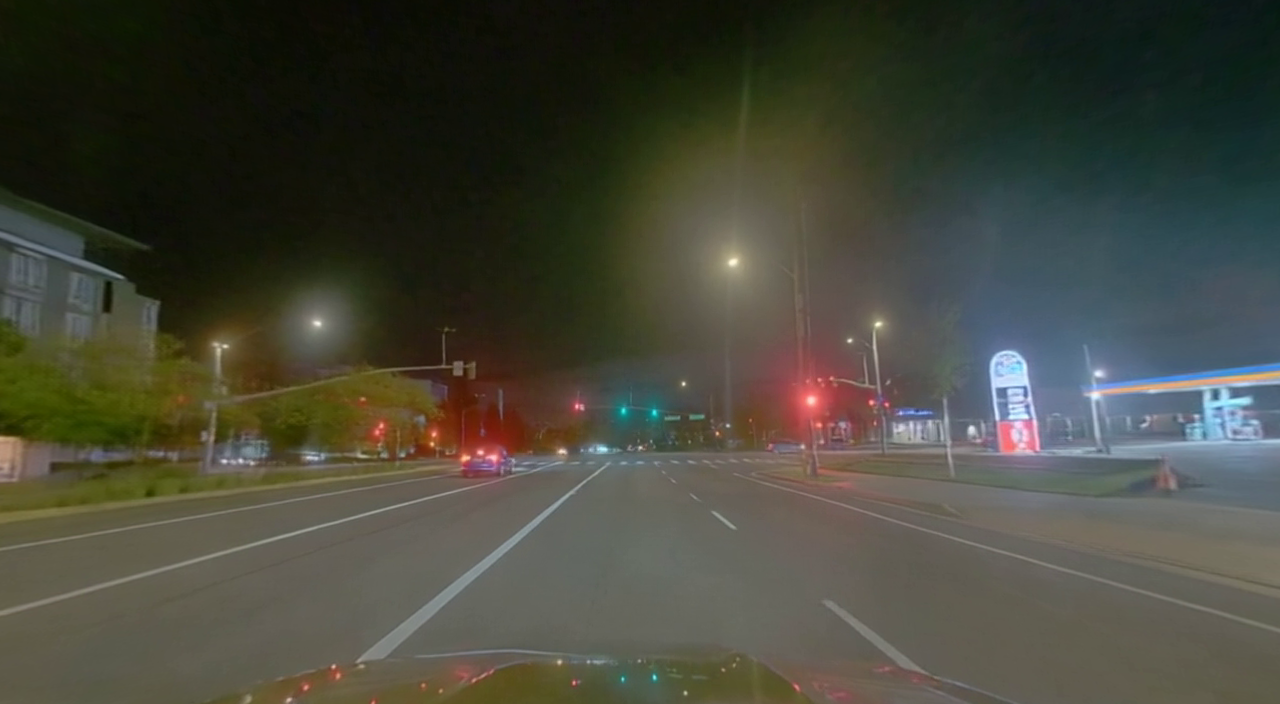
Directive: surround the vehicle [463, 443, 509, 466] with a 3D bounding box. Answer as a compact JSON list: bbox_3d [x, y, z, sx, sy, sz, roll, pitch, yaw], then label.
[{"bbox_3d":[-10.267,6.889,42.406,1.899,1.460,4.880,0,-8,0],"label":"vehicle"}]
